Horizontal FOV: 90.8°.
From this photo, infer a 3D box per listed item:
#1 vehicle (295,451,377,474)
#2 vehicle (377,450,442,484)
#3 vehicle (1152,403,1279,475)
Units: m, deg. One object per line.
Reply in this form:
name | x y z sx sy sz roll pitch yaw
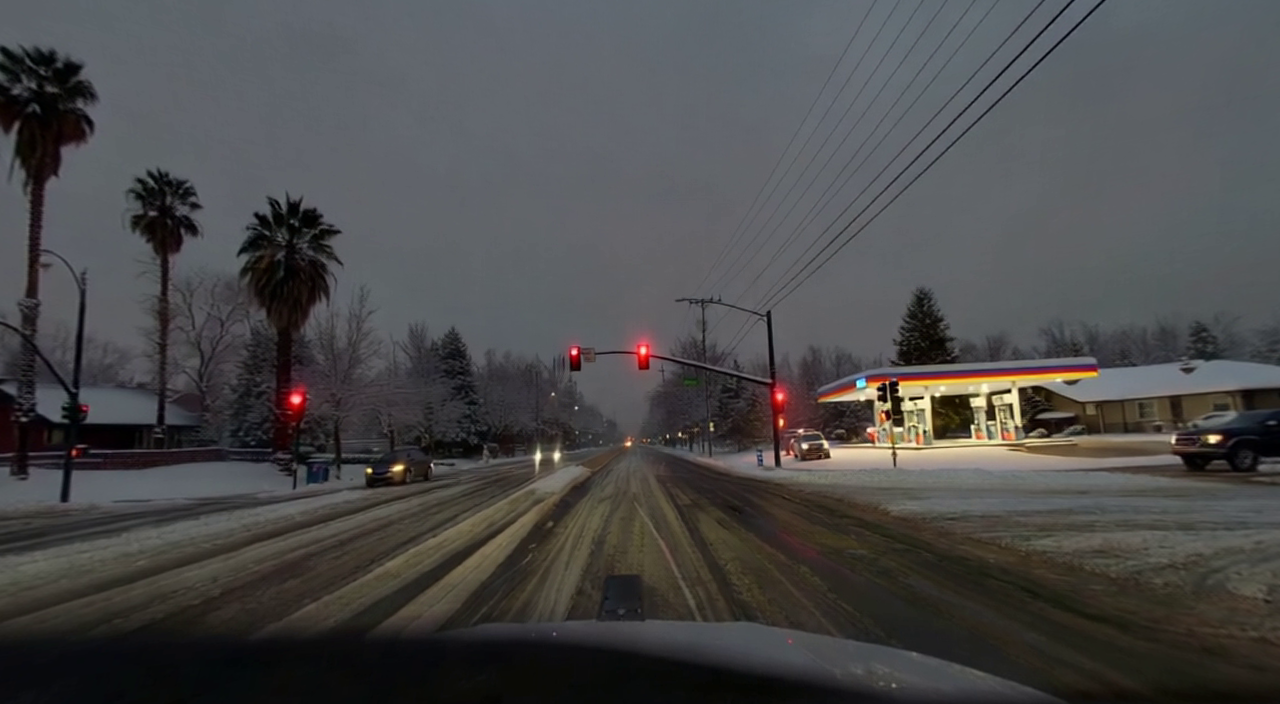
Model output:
vehicle | -20.939 7.600 43.594 4.672 1.469 1.816 0 -9 -2
vehicle | -13.030 6.480 36.012 2.009 1.777 4.559 0 -9 -1
vehicle | 17.378 2.390 17.312 5.086 1.817 1.952 0 -9 -5
